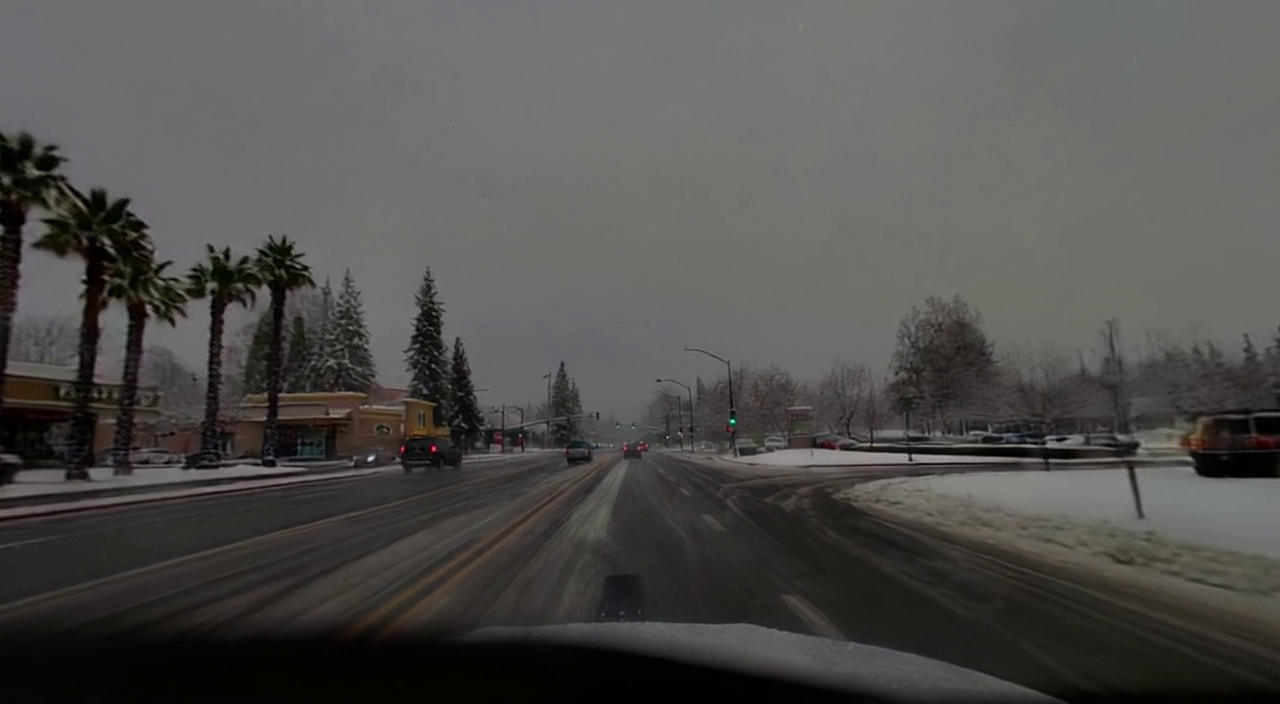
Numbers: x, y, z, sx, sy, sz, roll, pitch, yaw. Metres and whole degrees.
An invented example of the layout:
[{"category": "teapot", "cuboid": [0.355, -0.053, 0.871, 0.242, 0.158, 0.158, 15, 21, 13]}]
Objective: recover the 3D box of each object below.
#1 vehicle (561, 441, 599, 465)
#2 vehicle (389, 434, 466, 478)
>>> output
[{"category": "vehicle", "cuboid": [-3.871, 6.634, 41.725, 2.181, 1.483, 4.123, 0, -9, -1]}, {"category": "vehicle", "cuboid": [-9.207, 4.536, 27.764, 2.022, 1.746, 4.406, 0, -9, -3]}]
